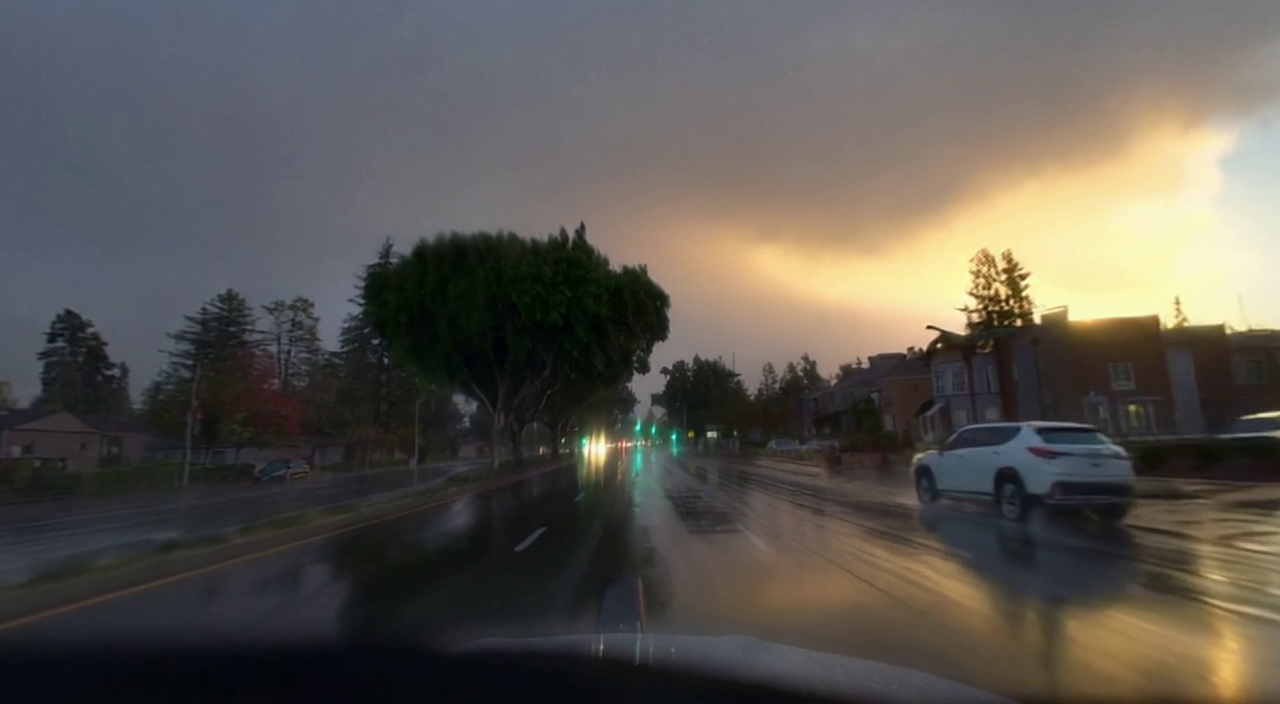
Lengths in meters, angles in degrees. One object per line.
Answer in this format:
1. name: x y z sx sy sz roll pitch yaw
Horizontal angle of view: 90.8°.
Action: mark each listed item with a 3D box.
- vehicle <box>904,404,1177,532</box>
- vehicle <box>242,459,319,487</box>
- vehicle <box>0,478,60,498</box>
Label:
1. vehicle: 7.041 2.097 11.935 1.954 1.907 4.736 0 -9 -1
2. vehicle: -22.208 7.441 39.308 1.164 1.469 6.173 0 -9 0
3. vehicle: -31.006 6.847 31.899 0.407 0.823 3.474 1 -9 -5
